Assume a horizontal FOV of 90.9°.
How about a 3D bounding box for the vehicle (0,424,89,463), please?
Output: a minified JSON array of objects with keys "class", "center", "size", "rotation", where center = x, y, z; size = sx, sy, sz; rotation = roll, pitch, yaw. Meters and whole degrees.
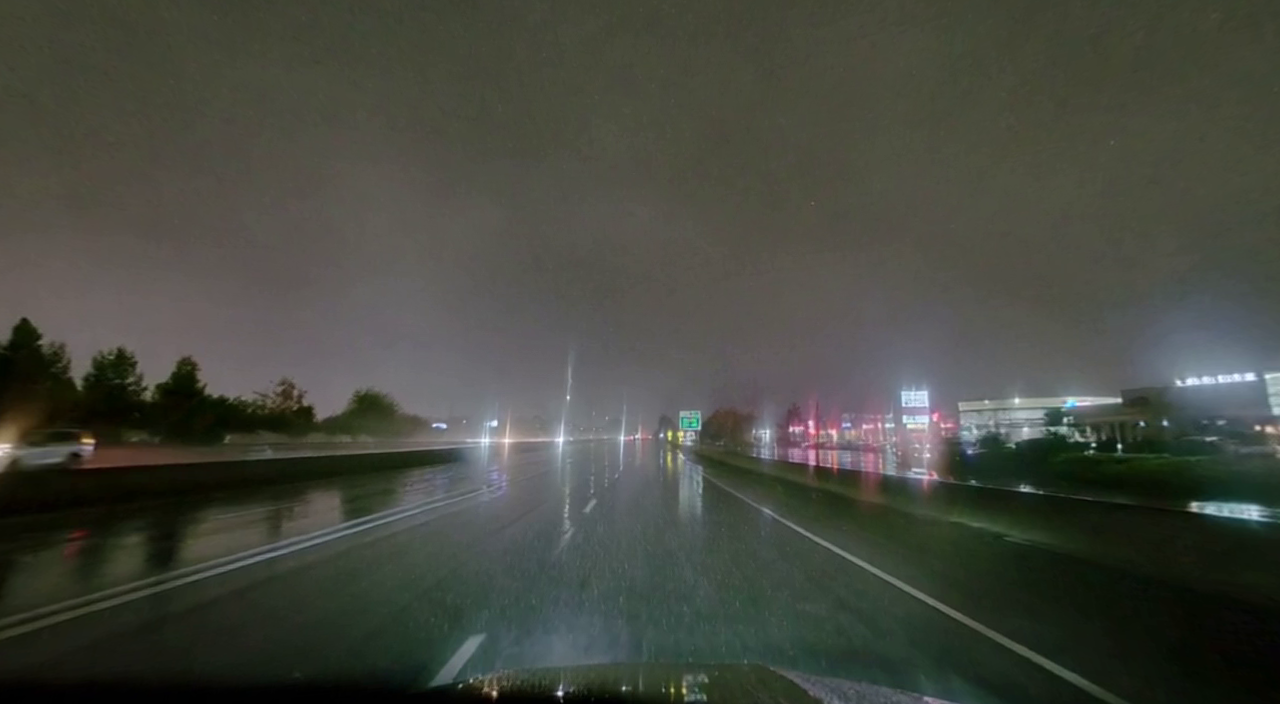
[{"class":"vehicle","center":[-25.141,3.774,25.890],"size":[1.799,1.466,3.554],"rotation":[0,-9,-2]}]
